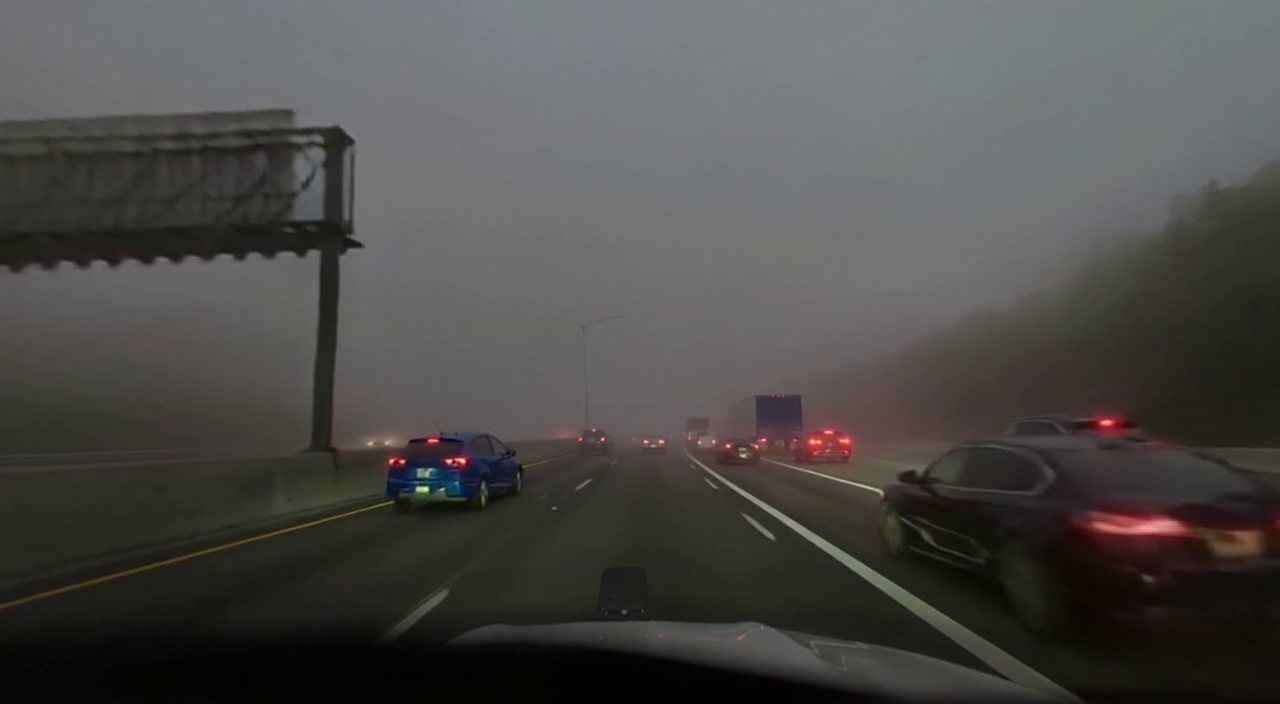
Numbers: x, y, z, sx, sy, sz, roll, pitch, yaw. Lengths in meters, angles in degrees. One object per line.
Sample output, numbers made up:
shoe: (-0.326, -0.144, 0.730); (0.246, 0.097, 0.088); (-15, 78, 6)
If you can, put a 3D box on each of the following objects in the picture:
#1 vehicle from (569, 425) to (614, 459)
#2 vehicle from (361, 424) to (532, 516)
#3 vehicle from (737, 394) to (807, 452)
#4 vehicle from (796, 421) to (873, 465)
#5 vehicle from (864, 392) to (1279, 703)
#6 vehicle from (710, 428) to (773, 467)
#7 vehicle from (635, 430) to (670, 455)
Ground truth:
vehicle: (-2.613, 4.967, 34.824); (2.006, 1.741, 4.277); (-1, -8, 2)
vehicle: (-3.542, 2.243, 12.531); (1.914, 1.476, 4.416); (-1, -8, 1)
vehicle: (9.673, 5.627, 48.224); (3.007, 3.725, 13.835); (-1, -8, 3)
vehicle: (8.553, 4.078, 28.196); (2.072, 1.761, 4.461); (-1, -8, 1)
vehicle: (3.461, 1.217, 4.915); (1.933, 1.492, 4.125); (-1, -8, 1)
vehicle: (4.241, 4.069, 27.002); (1.933, 1.503, 4.520); (0, -8, 0)
vehicle: (0.755, 5.614, 38.994); (2.040, 1.461, 3.984); (-1, -8, 1)
